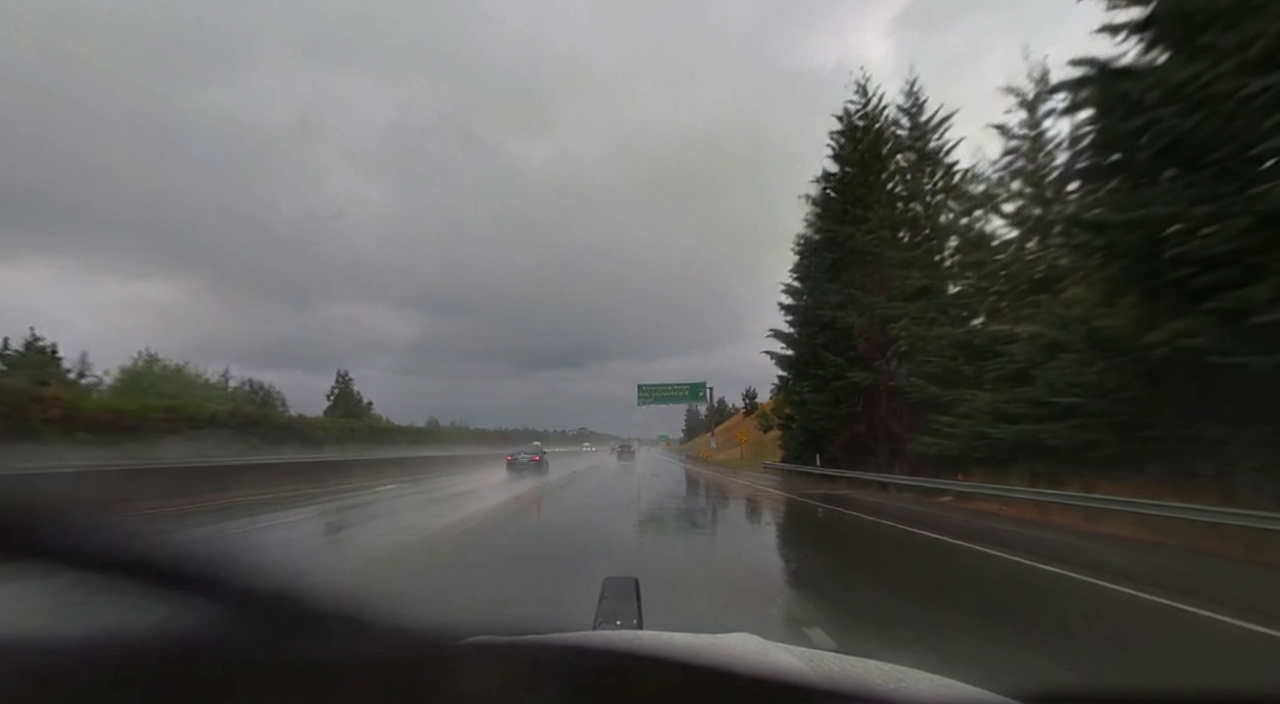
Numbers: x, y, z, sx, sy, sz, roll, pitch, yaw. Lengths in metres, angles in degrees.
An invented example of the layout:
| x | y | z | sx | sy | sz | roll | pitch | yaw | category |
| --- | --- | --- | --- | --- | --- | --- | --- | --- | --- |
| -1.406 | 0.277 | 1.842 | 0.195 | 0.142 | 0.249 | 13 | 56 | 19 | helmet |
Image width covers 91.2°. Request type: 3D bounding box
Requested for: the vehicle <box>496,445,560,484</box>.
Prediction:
| x | y | z | sx | sy | sz | roll | pitch | yaw | category |
| --- | --- | --- | --- | --- | --- | --- | --- | --- | --- |
| -4.846 | 4.939 | 27.828 | 2.028 | 1.563 | 4.734 | 0 | -9 | -1 | vehicle |
